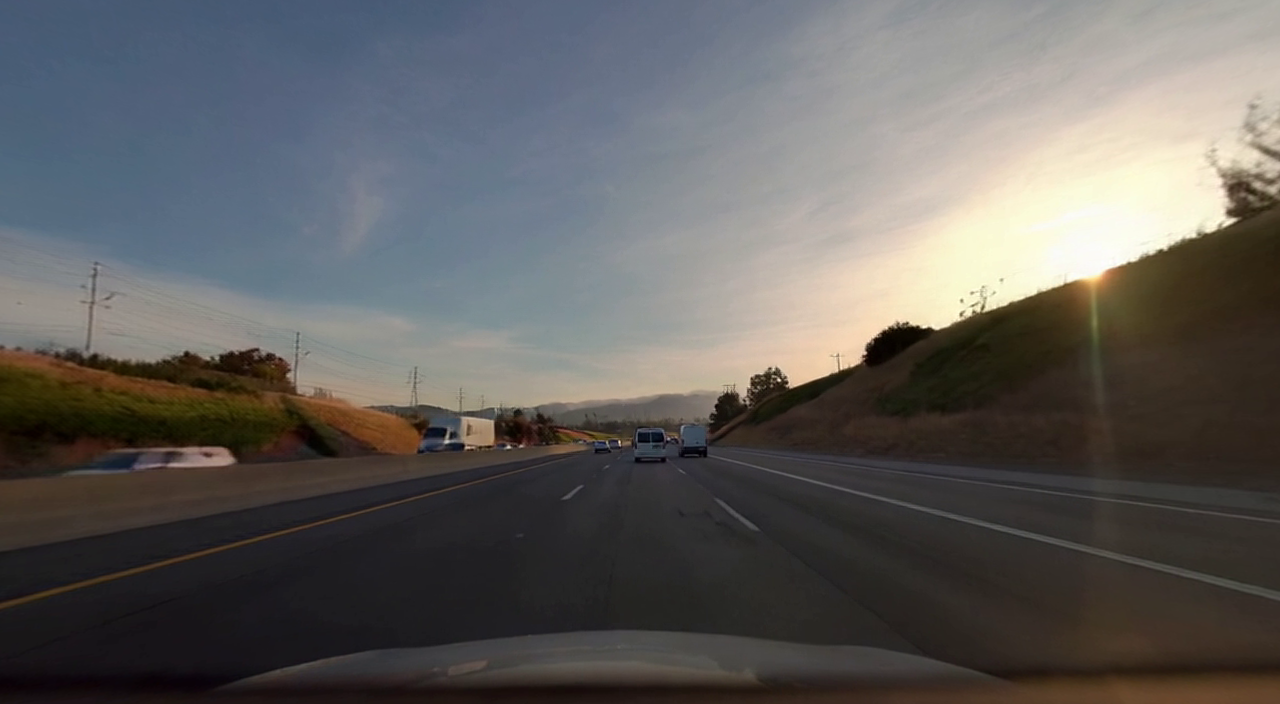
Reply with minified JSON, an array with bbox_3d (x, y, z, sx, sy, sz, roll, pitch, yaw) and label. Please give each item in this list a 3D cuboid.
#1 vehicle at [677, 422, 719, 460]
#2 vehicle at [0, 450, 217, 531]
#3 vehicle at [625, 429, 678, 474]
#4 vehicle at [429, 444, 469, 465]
[{"bbox_3d":[3.894,6.123,43.460,2.348,2.429,5.172,0,-8,-1],"label":"vehicle"},{"bbox_3d":[-11.894,3.000,14.238,1.872,1.450,4.016,0,-8,0],"label":"vehicle"},{"bbox_3d":[0.462,4.314,27.789,2.159,1.811,4.238,0,-8,-1],"label":"vehicle"},{"bbox_3d":[-14.635,7.823,48.473,1.786,1.505,3.853,0,-8,1],"label":"vehicle"}]
